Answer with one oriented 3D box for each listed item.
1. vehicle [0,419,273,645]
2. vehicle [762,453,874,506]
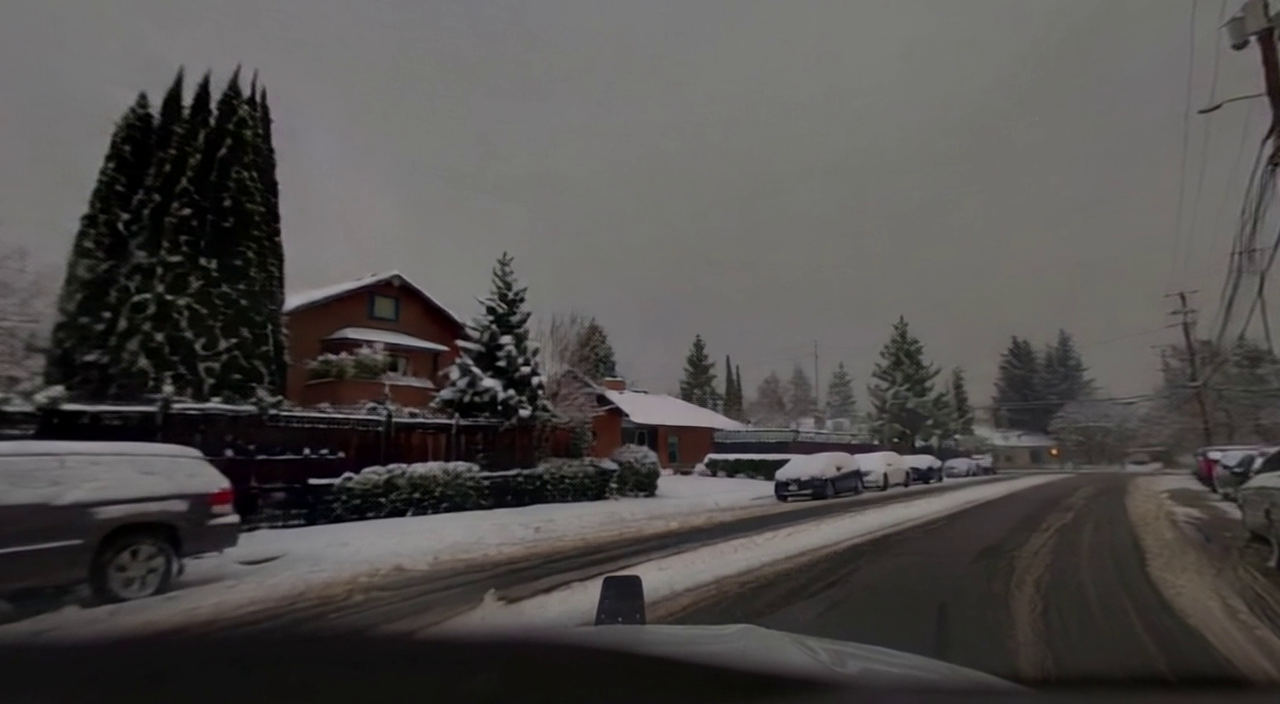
[{"bbox_3d":[-5.437,1.290,4.694,2.082,1.547,4.217,-3,-9,21],"label":"vehicle"},{"bbox_3d":[5.964,4.092,20.810,1.930,1.478,4.731,-6,-11,36],"label":"vehicle"}]
